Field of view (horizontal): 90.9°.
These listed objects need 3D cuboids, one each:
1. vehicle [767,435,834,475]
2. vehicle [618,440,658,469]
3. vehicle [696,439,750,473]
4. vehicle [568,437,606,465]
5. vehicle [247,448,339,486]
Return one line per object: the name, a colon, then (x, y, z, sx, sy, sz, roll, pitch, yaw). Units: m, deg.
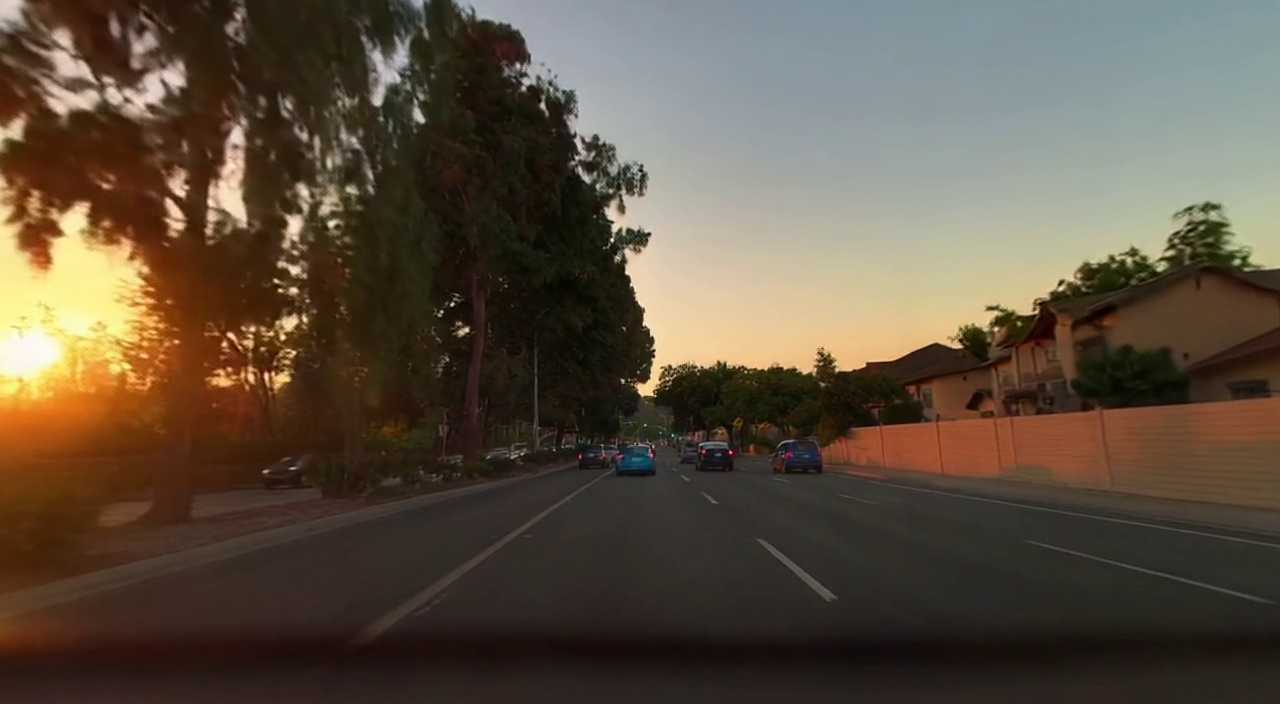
vehicle: (7.451, 4.809, 29.642, 1.972, 1.700, 4.269, 0, -8, -1)
vehicle: (-0.086, 5.657, 34.903, 2.102, 1.481, 3.907, 0, -8, 1)
vehicle: (3.948, 5.032, 30.705, 2.067, 1.514, 4.188, 0, -8, 0)
vehicle: (-3.409, 6.514, 41.507, 2.031, 1.705, 4.325, 0, -8, 1)
vehicle: (-17.989, 5.965, 32.970, 2.110, 1.789, 4.639, 0, -8, 1)
